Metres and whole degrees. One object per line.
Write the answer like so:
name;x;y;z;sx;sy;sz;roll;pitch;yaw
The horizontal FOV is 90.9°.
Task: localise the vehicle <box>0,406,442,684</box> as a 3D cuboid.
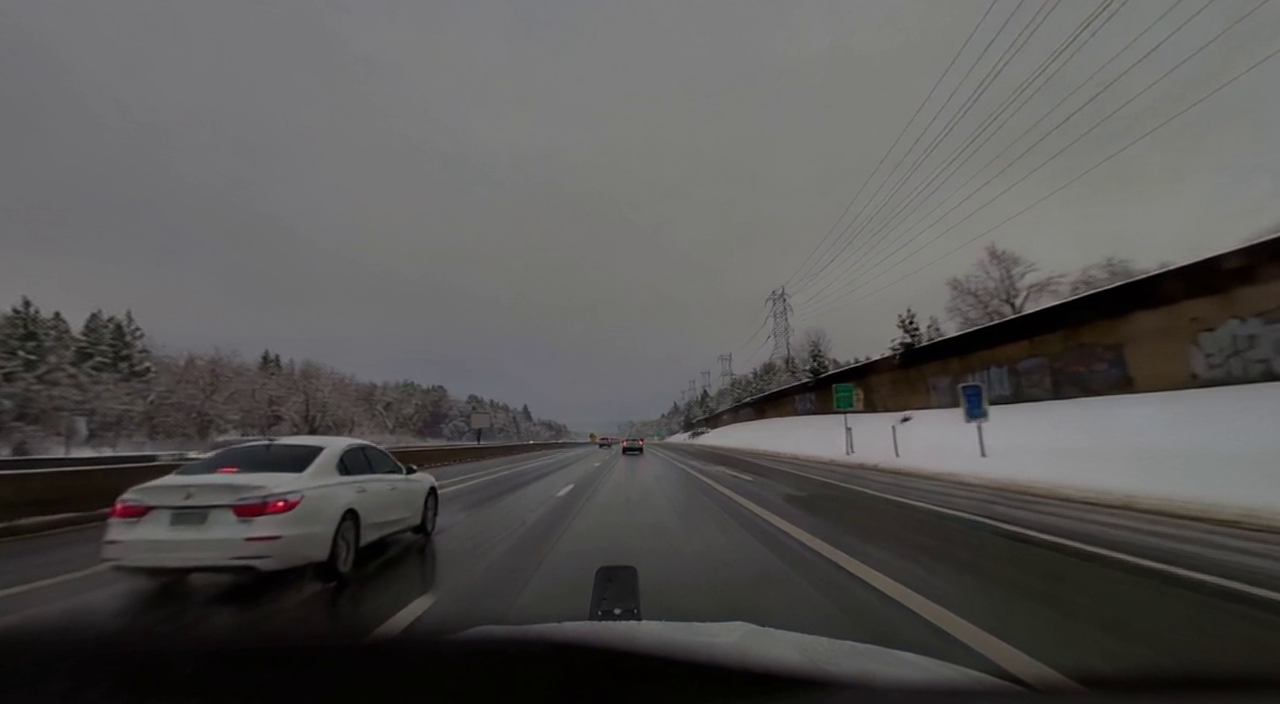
vehicle;-3.639;1.387;5.960;2.000;1.513;4.901;0;-8;-1
